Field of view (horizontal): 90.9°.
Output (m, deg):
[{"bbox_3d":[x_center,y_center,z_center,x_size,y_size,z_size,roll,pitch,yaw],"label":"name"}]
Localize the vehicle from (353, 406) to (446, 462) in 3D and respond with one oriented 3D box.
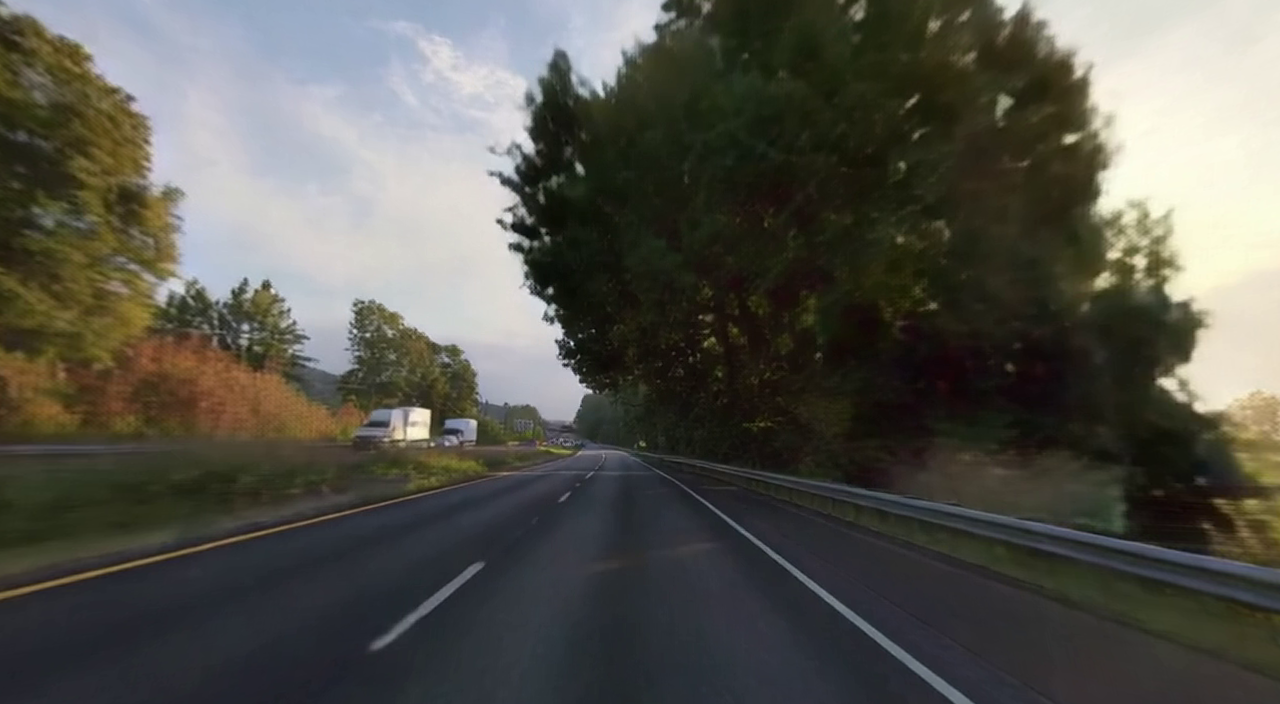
[{"bbox_3d":[-17.081,6.081,45.723,2.903,3.554,10.284,0,-9,-1],"label":"vehicle"}]
